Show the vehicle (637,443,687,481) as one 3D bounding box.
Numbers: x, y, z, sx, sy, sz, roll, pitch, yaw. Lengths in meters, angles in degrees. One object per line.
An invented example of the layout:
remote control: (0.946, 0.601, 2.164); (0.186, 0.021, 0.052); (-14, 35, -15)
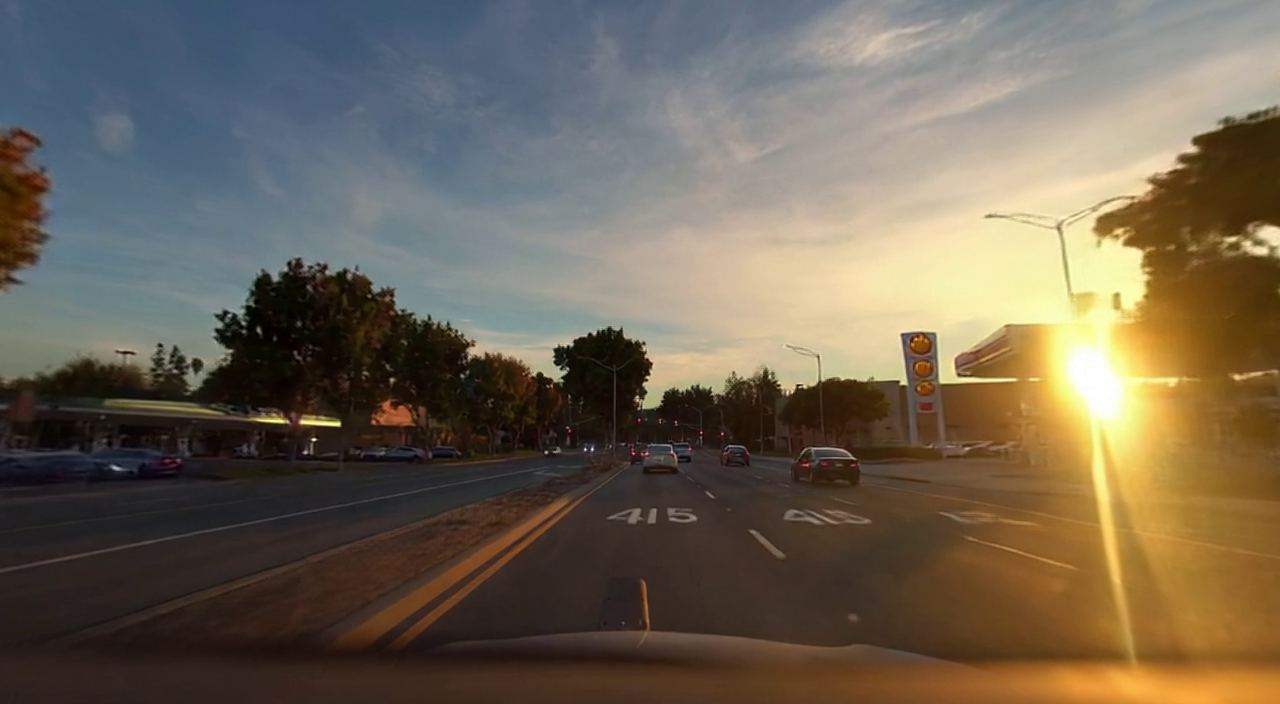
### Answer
vehicle: (0.865, 4.675, 27.135); (1.971, 1.479, 4.493); (0, -8, 0)

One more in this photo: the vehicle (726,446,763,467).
vehicle: (7.744, 7.741, 46.881); (1.930, 1.479, 4.477); (0, -8, 0)

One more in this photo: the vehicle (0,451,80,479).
vehicle: (-36.951, 6.754, 37.807); (1.925, 1.568, 4.769); (0, -8, 1)

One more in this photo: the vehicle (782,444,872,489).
vehicle: (6.727, 4.131, 23.114); (1.918, 1.484, 4.456); (0, -8, 0)

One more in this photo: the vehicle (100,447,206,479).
vehicle: (-29.130, 6.626, 37.831); (2.011, 1.762, 5.267); (0, -8, 3)
